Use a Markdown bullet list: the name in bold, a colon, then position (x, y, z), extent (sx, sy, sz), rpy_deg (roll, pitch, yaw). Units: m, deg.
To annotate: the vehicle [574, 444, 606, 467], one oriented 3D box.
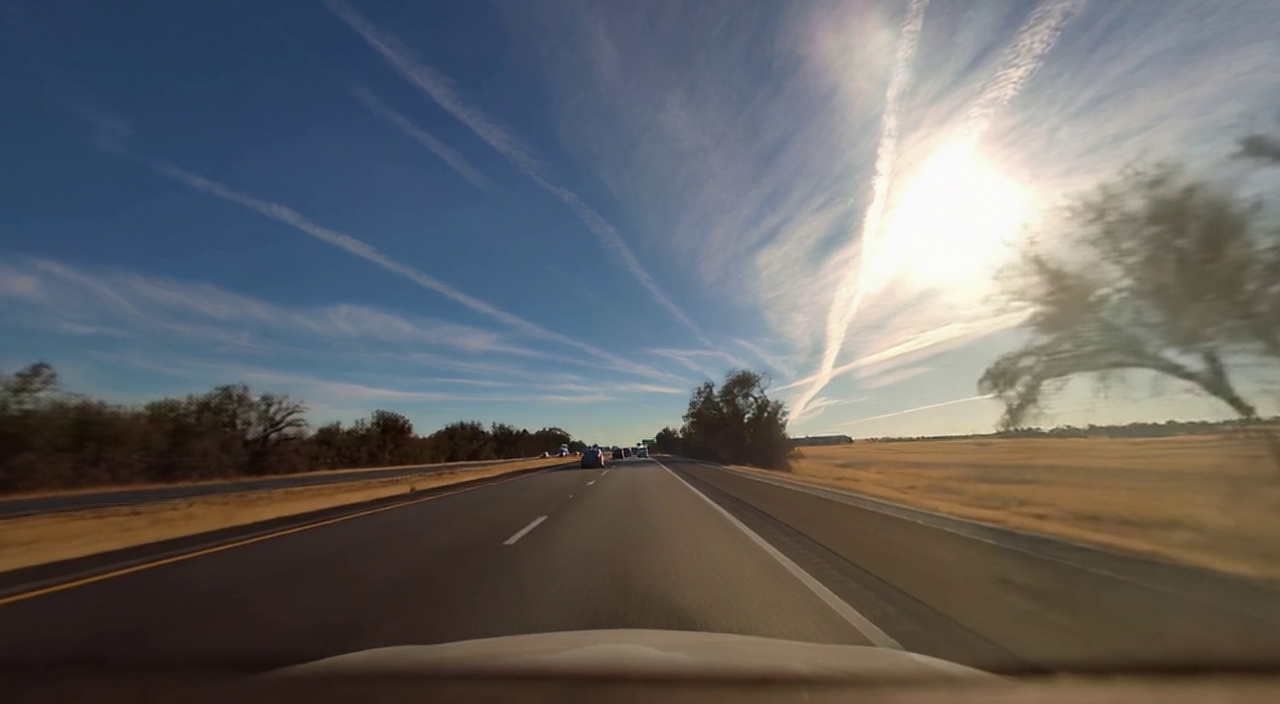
- **vehicle**: position (-3.872, 8.042, 49.267), extent (2.132, 1.701, 4.303), rpy_deg (0, -9, 0)
